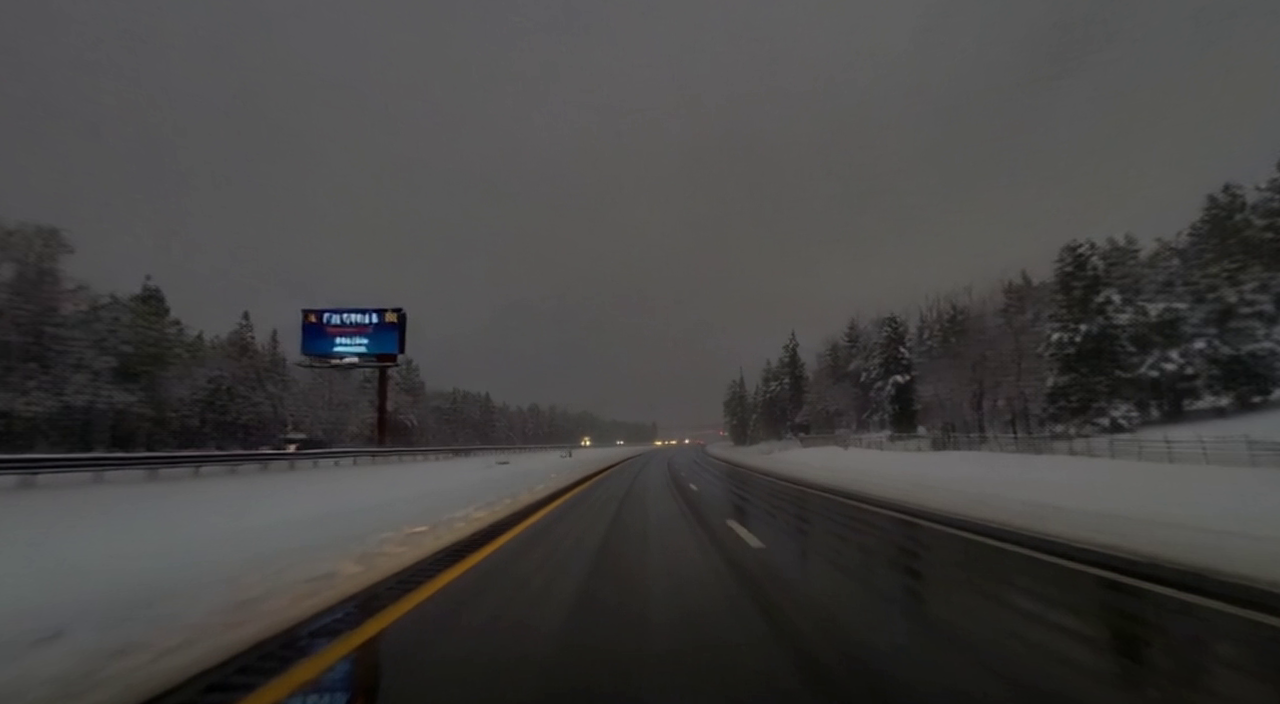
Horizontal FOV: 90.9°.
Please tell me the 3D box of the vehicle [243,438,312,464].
[{"bbox_3d":[-26.906,7.380,46.989,2.105,1.813,5.077,0,-8,0],"label":"vehicle"}]
